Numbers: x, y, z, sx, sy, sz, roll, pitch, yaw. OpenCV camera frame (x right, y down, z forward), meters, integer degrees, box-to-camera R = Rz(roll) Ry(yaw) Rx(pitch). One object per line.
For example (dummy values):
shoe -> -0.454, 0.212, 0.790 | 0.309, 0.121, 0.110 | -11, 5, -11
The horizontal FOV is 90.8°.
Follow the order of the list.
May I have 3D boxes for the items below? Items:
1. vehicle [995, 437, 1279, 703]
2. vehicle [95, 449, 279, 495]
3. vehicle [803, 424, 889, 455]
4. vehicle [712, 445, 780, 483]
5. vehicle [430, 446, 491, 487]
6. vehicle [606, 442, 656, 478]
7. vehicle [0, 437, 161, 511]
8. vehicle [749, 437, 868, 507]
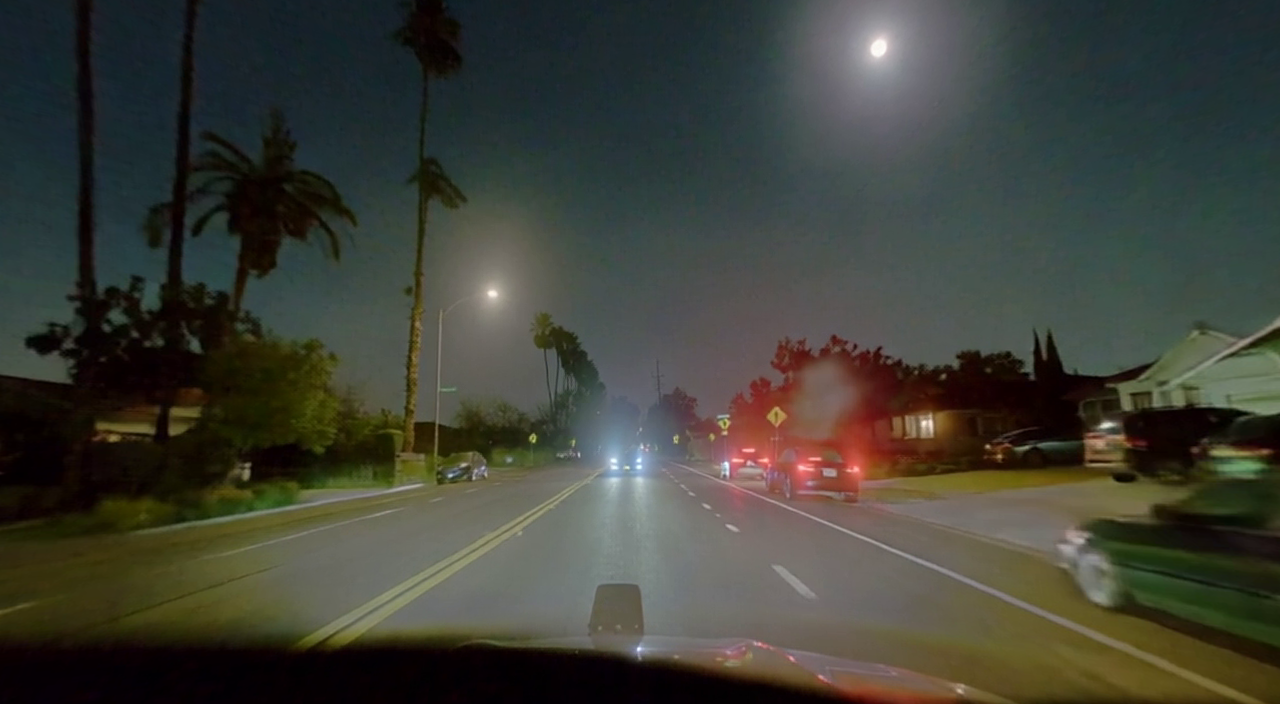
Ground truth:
vehicle -> 4.548, 1.229, 3.526 | 2.033, 1.495, 5.175 | 0, -9, -1
vehicle -> -15.799, 4.175, 22.259 | 4.654, 1.490, 2.381 | 0, -9, 2
vehicle -> 13.362, 5.750, 41.191 | 4.913, 1.930, 2.020 | -1, -9, 6
vehicle -> 4.580, 4.925, 28.195 | 2.013, 1.501, 5.235 | 0, -9, -1
vehicle -> -8.942, 5.689, 31.828 | 1.945, 1.666, 4.107 | -3, -6, -1
vehicle -> -0.421, 4.875, 28.694 | 2.098, 1.483, 4.099 | 0, -9, -1
vehicle -> -15.815, 3.220, 17.013 | 3.810, 1.823, 2.427 | 2, -9, -12
vehicle -> 4.492, 3.272, 17.817 | 2.017, 1.646, 5.389 | 0, -9, 2
